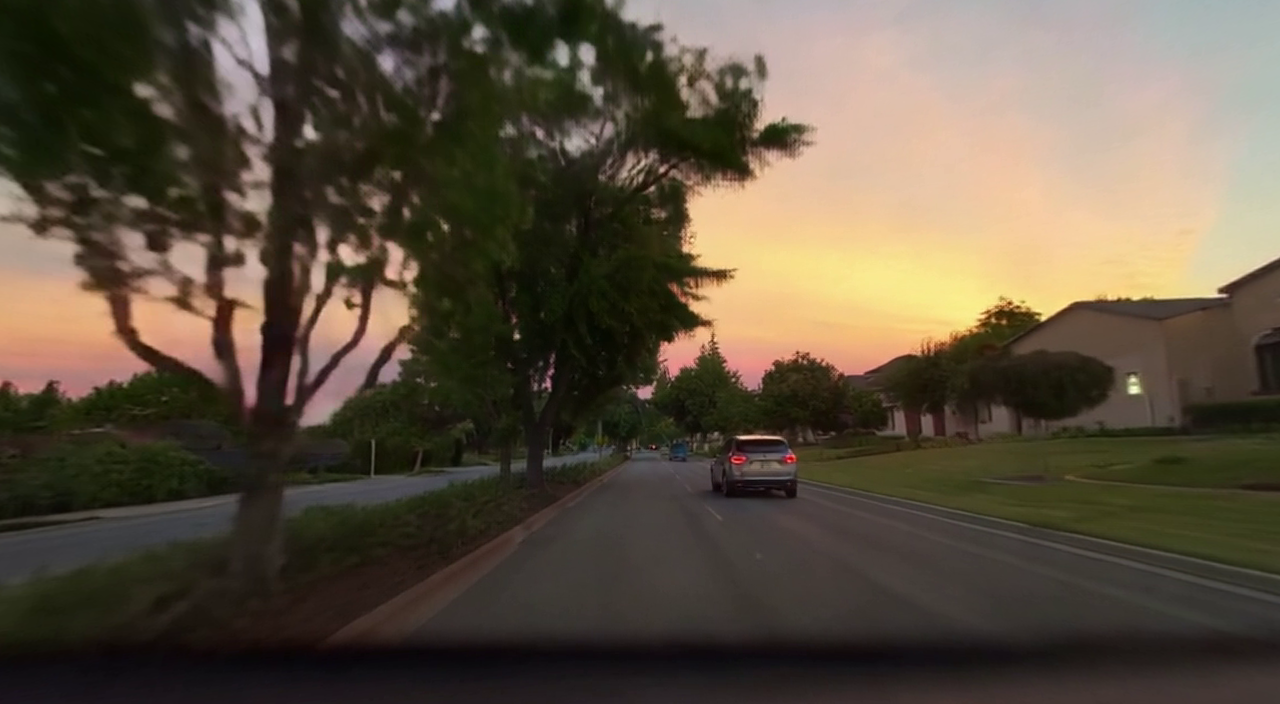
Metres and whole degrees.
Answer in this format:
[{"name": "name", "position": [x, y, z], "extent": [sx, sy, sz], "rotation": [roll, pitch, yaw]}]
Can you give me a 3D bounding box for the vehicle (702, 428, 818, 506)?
[{"name": "vehicle", "position": [2.986, 3.022, 16.874], "extent": [2.180, 1.773, 4.639], "rotation": [0, -9, 0]}]
